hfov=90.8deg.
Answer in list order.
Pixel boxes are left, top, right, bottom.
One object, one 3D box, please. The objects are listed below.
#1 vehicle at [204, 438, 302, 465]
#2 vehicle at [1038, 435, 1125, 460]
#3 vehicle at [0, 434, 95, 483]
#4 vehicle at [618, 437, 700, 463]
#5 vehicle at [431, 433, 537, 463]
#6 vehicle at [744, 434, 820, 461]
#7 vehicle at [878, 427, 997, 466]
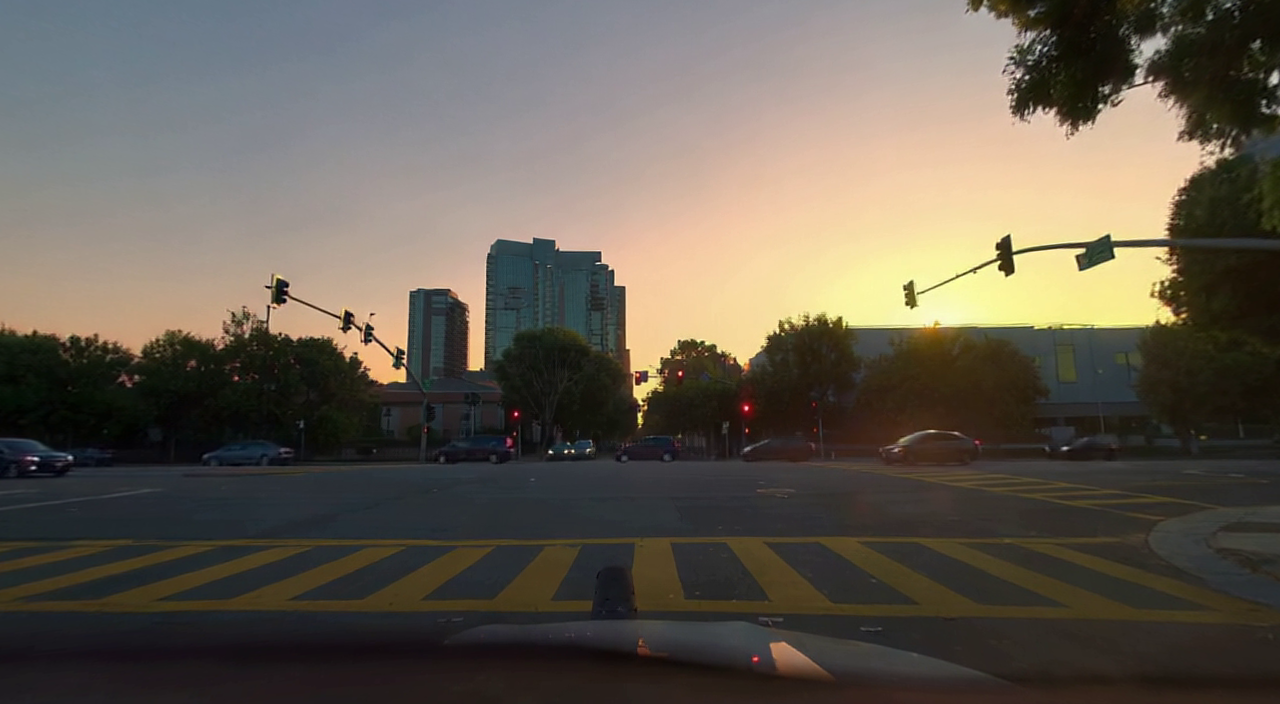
[{"bbox_3d":[-22.556,5.831,36.955,4.519,1.476,1.767,0,-9,0],"label":"vehicle"},{"bbox_3d":[28.104,6.064,40.279,4.100,1.509,1.853,0,-9,0],"label":"vehicle"},{"bbox_3d":[-22.369,3.716,22.148,4.624,1.593,2.018,0,-9,0],"label":"vehicle"},{"bbox_3d":[1.102,5.749,37.245,4.724,1.452,1.870,0,-9,1],"label":"vehicle"},{"bbox_3d":[-9.852,6.137,40.312,6.133,1.833,2.155,-1,-9,2],"label":"vehicle"},{"bbox_3d":[9.140,6.194,40.907,4.488,1.667,1.869,0,-9,1],"label":"vehicle"},{"bbox_3d":[14.213,4.540,30.320,4.662,1.764,2.064,1,-9,-8],"label":"vehicle"}]
